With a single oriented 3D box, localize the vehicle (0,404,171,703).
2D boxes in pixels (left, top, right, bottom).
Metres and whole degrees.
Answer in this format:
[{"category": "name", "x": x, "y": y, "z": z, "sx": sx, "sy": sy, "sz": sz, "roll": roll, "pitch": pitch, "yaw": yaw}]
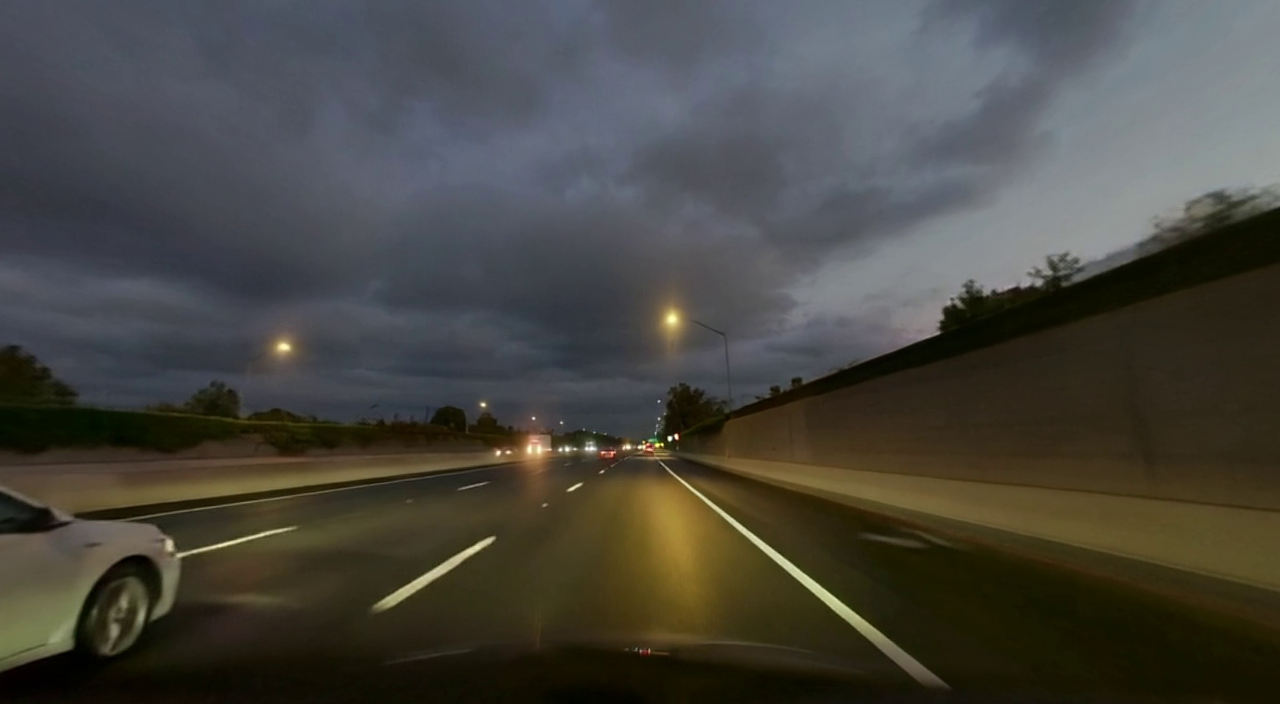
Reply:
[{"category": "vehicle", "x": -3.780, "y": 0.871, "z": 1.963, "sx": 1.991, "sy": 1.507, "sz": 3.391, "roll": 0, "pitch": -9, "yaw": 0}]
